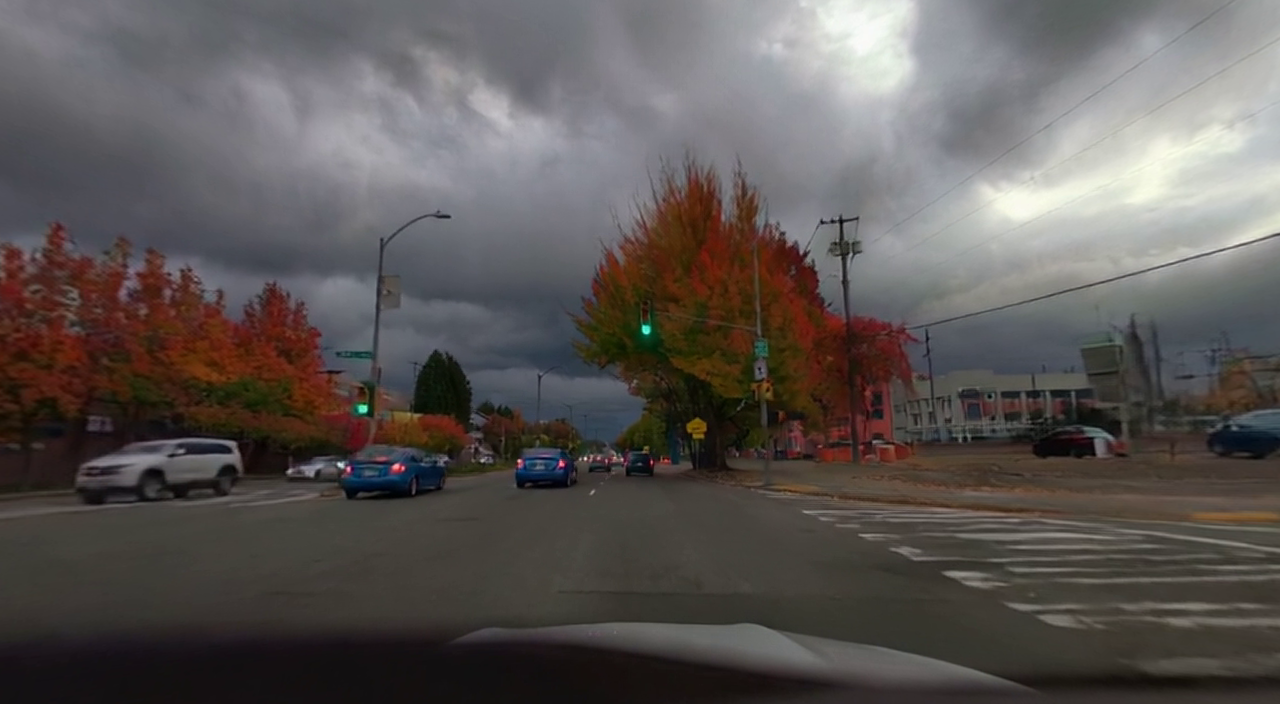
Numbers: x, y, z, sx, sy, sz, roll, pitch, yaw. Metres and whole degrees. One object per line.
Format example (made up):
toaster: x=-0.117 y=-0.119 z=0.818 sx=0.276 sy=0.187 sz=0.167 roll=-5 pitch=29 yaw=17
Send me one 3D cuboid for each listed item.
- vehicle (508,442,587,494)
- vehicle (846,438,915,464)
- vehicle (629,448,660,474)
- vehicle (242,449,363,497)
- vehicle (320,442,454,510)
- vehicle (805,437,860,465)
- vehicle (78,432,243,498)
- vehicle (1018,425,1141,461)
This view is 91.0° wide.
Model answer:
vehicle: x=-3.240 y=4.148 z=23.009 sx=2.085 sy=1.663 sz=4.513 roll=0 pitch=-8 yaw=1
vehicle: x=14.778 y=6.108 z=38.961 sx=1.826 sy=1.474 sz=4.254 roll=1 pitch=-8 yaw=-14
vehicle: x=0.299 y=7.821 z=45.283 sx=2.144 sy=1.704 sz=4.028 roll=1 pitch=-8 yaw=-1
vehicle: x=-11.694 y=4.194 z=22.212 sx=1.872 sy=1.475 sz=4.325 roll=-1 pitch=-9 yaw=0
vehicle: x=-6.808 y=3.342 z=17.532 sx=1.932 sy=1.596 sz=4.247 roll=0 pitch=-8 yaw=1
vehicle: x=13.375 y=6.903 z=44.001 sx=1.862 sy=1.559 sz=3.959 roll=-4 pitch=-5 yaw=-11
vehicle: x=-19.331 y=4.525 z=25.877 sx=2.359 sy=2.375 sz=5.488 roll=0 pitch=-8 yaw=0
vehicle: x=20.034 y=4.164 z=28.906 sx=1.835 sy=1.501 sz=4.158 roll=6 pitch=-9 yaw=-33
